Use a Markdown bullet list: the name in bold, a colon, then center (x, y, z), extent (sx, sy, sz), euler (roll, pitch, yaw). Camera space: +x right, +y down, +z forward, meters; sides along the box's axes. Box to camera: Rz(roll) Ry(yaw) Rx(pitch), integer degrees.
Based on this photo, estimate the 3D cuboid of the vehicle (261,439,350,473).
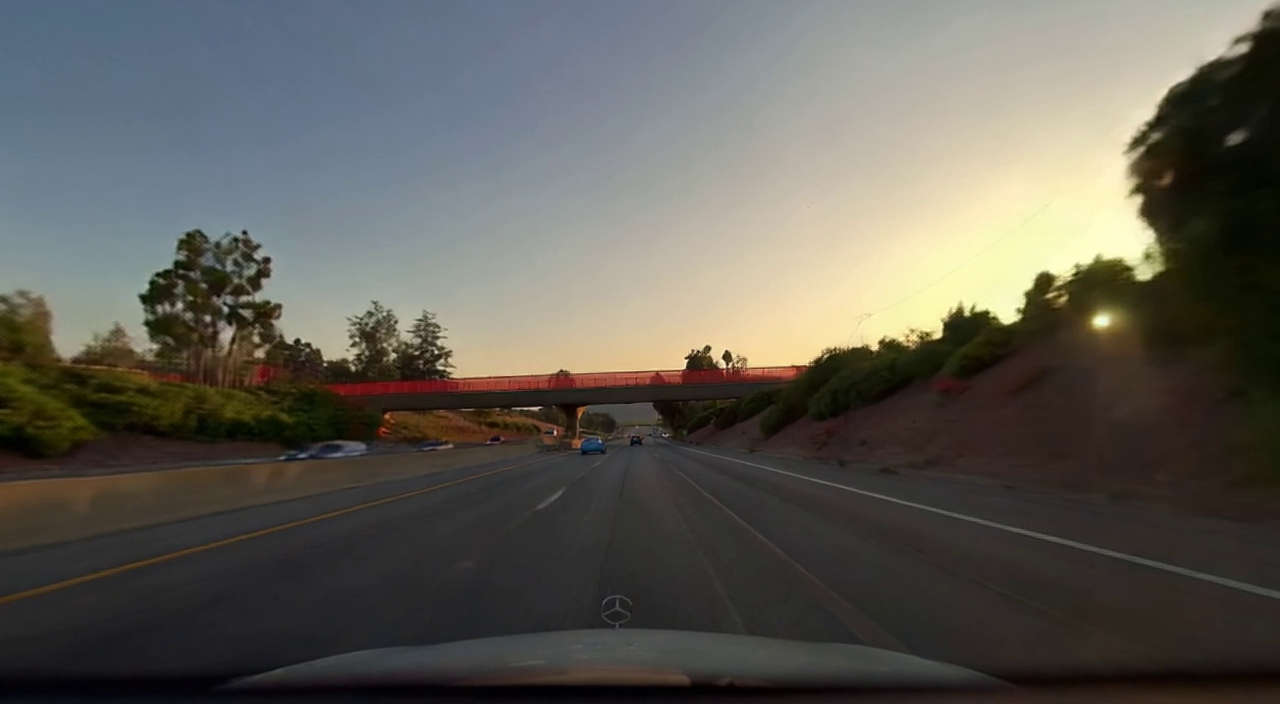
- **vehicle**: center (-16.421, 5.082, 31.278), extent (1.867, 1.512, 4.741), euler (0, -8, 0)
